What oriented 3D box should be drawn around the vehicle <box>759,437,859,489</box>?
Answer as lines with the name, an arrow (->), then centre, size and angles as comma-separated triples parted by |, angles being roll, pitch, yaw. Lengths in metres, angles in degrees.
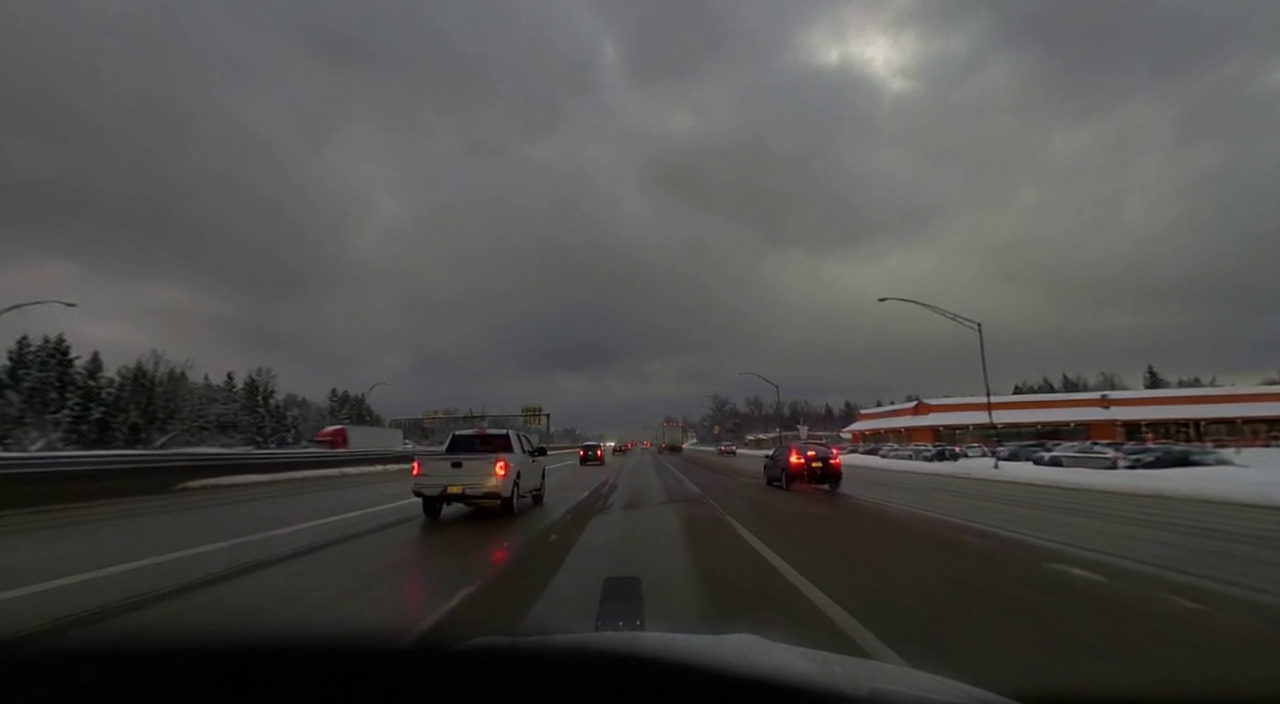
vehicle -> 5.382, 3.603, 20.691 | 1.980, 1.501, 4.433 | 1, -9, -1

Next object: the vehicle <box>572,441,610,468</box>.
vehicle -> -2.892, 6.138, 37.772 | 1.929, 1.521, 4.097 | 0, -9, 1

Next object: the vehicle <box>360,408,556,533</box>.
vehicle -> -2.981, 2.086, 11.586 | 2.130, 1.799, 4.583 | 0, -9, 1

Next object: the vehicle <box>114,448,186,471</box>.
vehicle -> -34.954, 7.660, 45.021 | 1.774, 1.527, 3.995 | 0, -9, 3
